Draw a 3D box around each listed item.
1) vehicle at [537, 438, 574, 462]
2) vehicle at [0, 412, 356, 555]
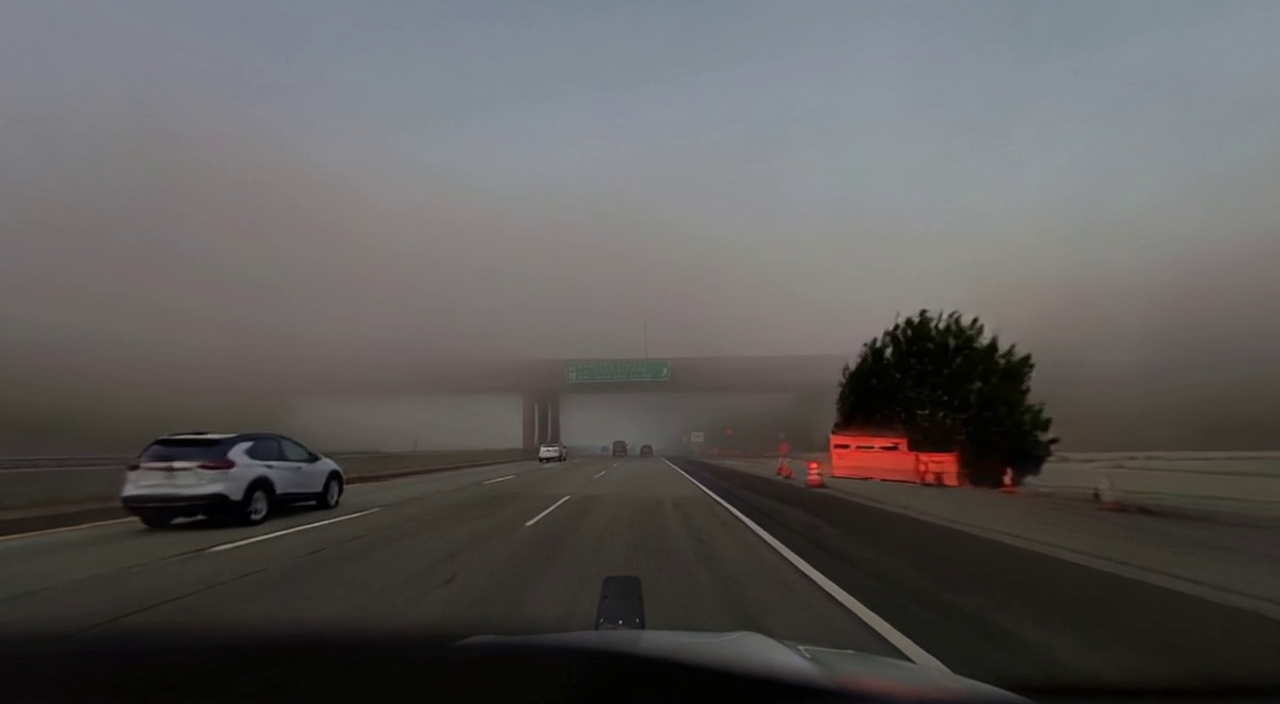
[{"bbox_3d":[-6.485,7.544,48.591,2.103,1.775,4.966,0,-8,1],"label":"vehicle"},{"bbox_3d":[-6.911,1.968,10.222,2.169,1.701,5.113,0,-8,1],"label":"vehicle"}]
